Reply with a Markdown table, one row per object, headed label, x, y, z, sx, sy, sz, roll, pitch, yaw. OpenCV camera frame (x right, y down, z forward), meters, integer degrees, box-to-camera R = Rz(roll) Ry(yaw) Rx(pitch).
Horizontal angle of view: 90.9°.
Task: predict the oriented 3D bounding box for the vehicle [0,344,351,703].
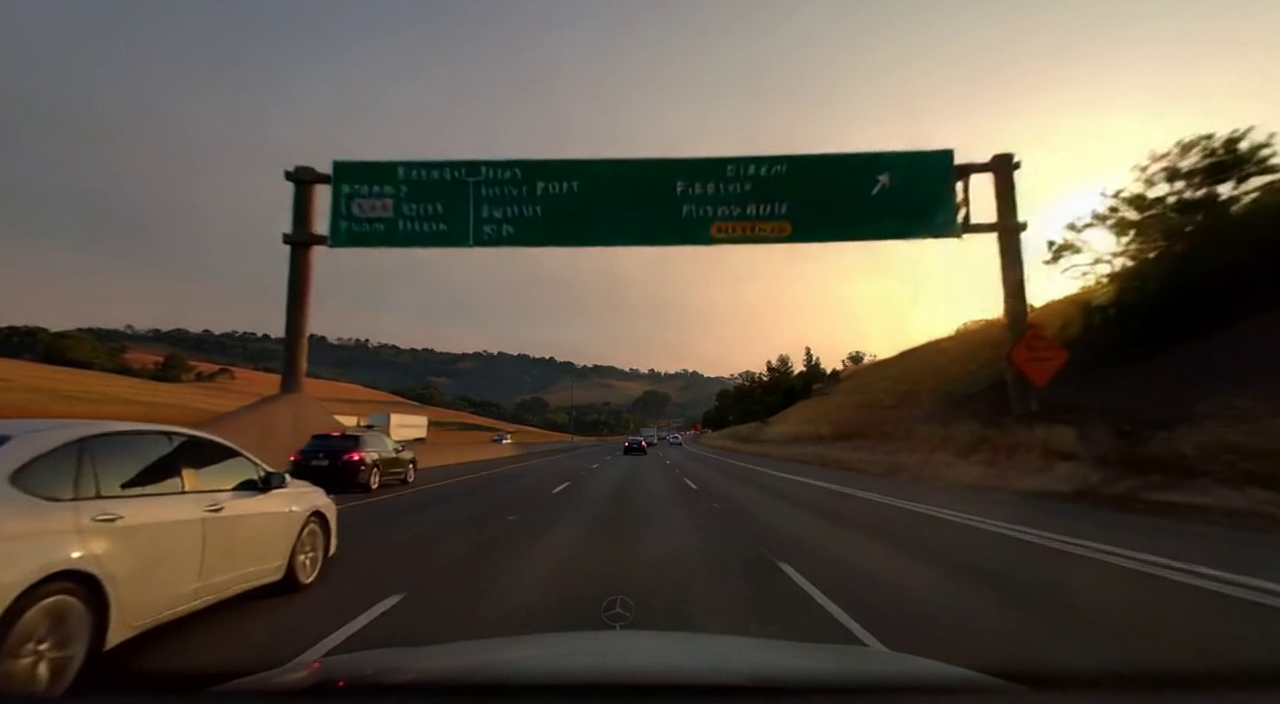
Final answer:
| label | x | y | z | sx | sy | sz | roll | pitch | yaw |
| --- | --- | --- | --- | --- | --- | --- | --- | --- | --- |
| vehicle | -3.839 | 0.971 | 3.824 | 2.070 | 1.703 | 4.452 | 0 | -8 | 0 |

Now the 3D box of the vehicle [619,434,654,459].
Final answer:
| label | x | y | z | sx | sy | sz | roll | pitch | yaw |
| --- | --- | --- | --- | --- | --- | --- | --- | --- | --- |
| vehicle | -0.230 | 5.945 | 39.751 | 2.140 | 1.475 | 3.969 | 0 | -8 | 0 |
